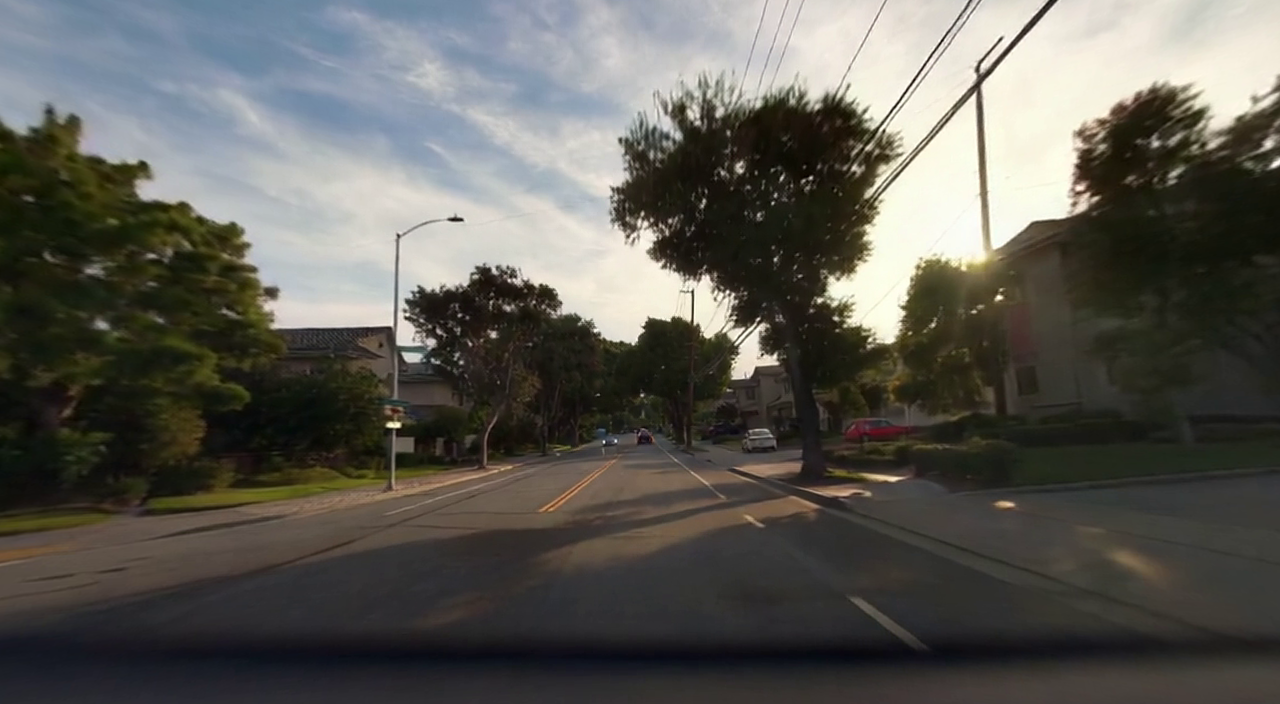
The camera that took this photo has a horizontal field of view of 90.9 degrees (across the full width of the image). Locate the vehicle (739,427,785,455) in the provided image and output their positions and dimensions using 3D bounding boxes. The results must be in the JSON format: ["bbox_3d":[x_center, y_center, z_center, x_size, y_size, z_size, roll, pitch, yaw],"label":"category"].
[{"bbox_3d":[7.355,5.424,38.393,2.071,1.510,4.418,-3,-8,3],"label":"vehicle"}]

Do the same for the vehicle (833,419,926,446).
[{"bbox_3d":[14.337,4.875,37.985,4.848,1.509,1.976,-1,-9,7],"label":"vehicle"}]
